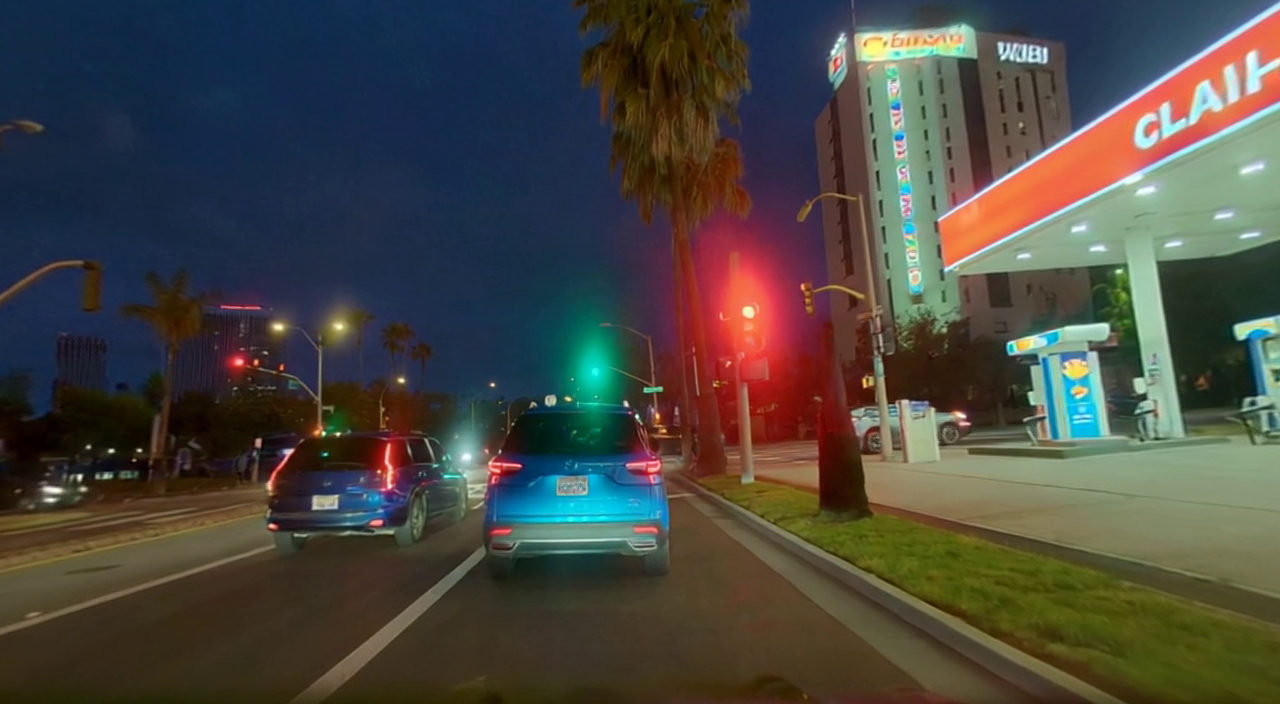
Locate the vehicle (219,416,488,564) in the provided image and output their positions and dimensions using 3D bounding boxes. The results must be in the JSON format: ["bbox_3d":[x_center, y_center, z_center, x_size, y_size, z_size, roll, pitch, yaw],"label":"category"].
[{"bbox_3d":[-3.929,1.965,9.914,2.097,1.692,5.030,0,-8,-3],"label":"vehicle"}]

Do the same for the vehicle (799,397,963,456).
[{"bbox_3d":[9.013,2.842,23.966,5.307,2.076,2.122,0,-8,-5],"label":"vehicle"}]

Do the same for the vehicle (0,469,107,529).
[{"bbox_3d":[-21.475,4.899,21.240,5.011,1.796,2.176,0,-8,-1],"label":"vehicle"}]

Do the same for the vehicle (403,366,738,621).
[{"bbox_3d":[-0.655,1.411,7.295,2.519,1.913,4.819,0,-8,-3],"label":"vehicle"}]

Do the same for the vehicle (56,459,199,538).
[{"bbox_3d":[-14.020,3.830,17.188,4.660,1.708,2.331,-8,-12,44],"label":"vehicle"}]

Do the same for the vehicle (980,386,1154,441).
[{"bbox_3d":[16.249,2.405,24.278,5.033,1.999,2.259,0,-8,-3],"label":"vehicle"}]
